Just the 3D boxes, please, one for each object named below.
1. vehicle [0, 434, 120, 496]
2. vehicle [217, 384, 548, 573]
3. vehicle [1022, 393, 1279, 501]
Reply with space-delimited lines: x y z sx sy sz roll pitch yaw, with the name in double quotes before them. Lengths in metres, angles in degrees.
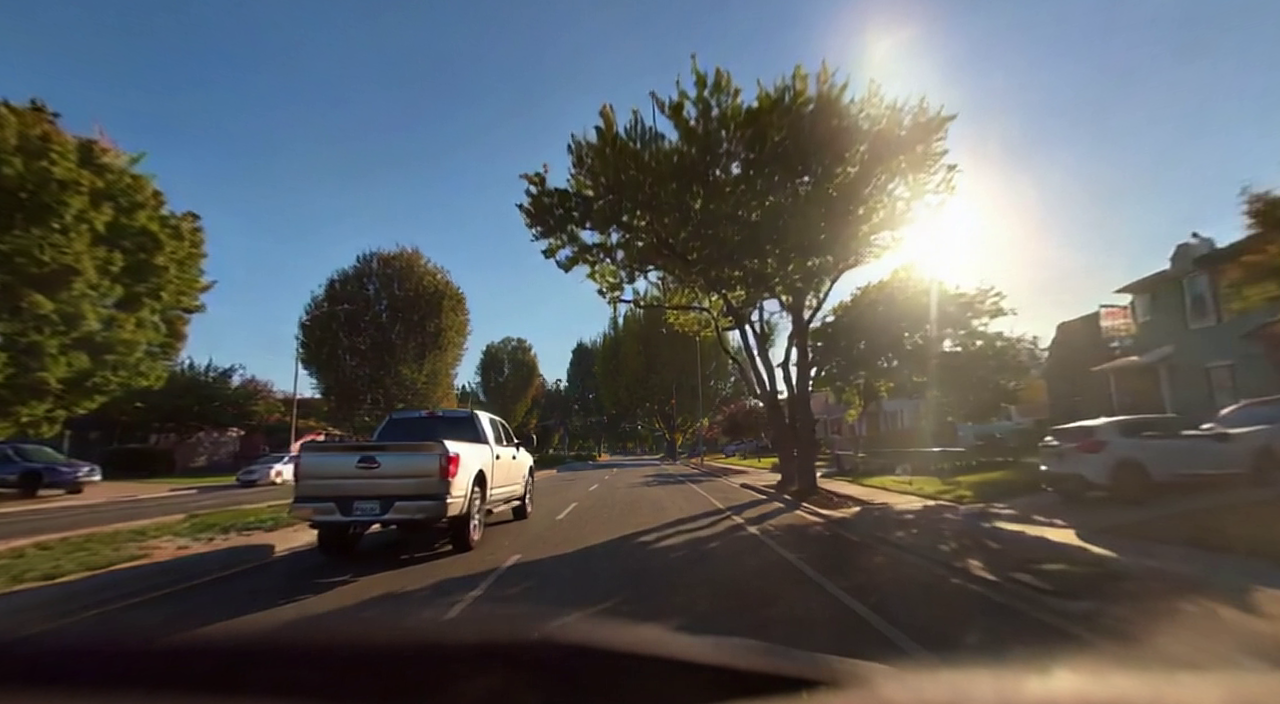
"vehicle" -20.755 3.819 21.015 5.096 1.810 2.071 -3 -9 1
"vehicle" -3.172 1.780 9.713 2.508 2.001 5.880 0 -9 1
"vehicle" 9.651 1.597 10.946 4.696 1.555 2.009 -2 -9 -2
